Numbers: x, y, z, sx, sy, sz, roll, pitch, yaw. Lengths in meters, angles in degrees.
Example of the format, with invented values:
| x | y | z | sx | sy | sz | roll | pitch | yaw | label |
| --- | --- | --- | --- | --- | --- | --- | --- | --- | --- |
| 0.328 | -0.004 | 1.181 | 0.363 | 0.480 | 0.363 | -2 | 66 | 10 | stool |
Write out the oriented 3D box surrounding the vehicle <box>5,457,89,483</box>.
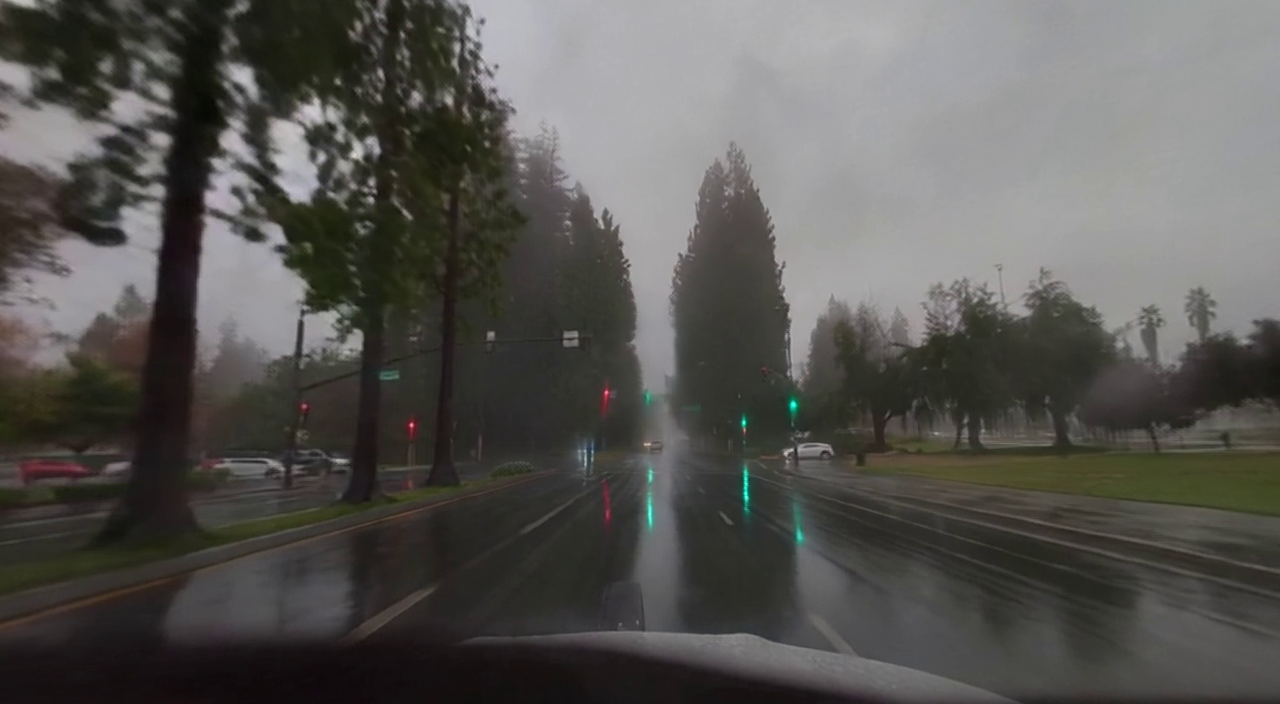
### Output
| x | y | z | sx | sy | sz | roll | pitch | yaw | label |
| --- | --- | --- | --- | --- | --- | --- | --- | --- | --- |
| -43.415 | 8.638 | 46.271 | 4.752 | 1.752 | 1.908 | -2 | -8 | 11 | vehicle |

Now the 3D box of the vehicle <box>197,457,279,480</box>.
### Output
| x | y | z | sx | sy | sz | roll | pitch | yaw | label |
| --- | --- | --- | --- | --- | --- | --- | --- | --- | --- |
| -27.874 | 8.072 | 43.884 | 4.505 | 1.460 | 1.929 | -1 | -9 | 7 | vehicle |

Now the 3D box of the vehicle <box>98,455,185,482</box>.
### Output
| x | y | z | sx | sy | sz | roll | pitch | yaw | label |
| --- | --- | --- | --- | --- | --- | --- | --- | --- | --- |
| -34.673 | 8.064 | 43.996 | 4.516 | 1.756 | 2.201 | -2 | -9 | 9 | vehicle |

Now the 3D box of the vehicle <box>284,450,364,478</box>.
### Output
| x | y | z | sx | sy | sz | roll | pitch | yaw | label |
| --- | --- | --- | --- | --- | --- | --- | --- | --- | --- |
| -21.502 | 7.620 | 43.088 | 4.445 | 1.805 | 1.944 | -2 | -8 | 4 | vehicle |

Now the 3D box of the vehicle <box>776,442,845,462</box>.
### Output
| x | y | z | sx | sy | sz | roll | pitch | yaw | label |
| --- | --- | --- | --- | --- | --- | --- | --- | --- | --- |
| 12.977 | 7.641 | 48.267 | 4.611 | 1.505 | 2.029 | 0 | -9 | 0 | vehicle |
